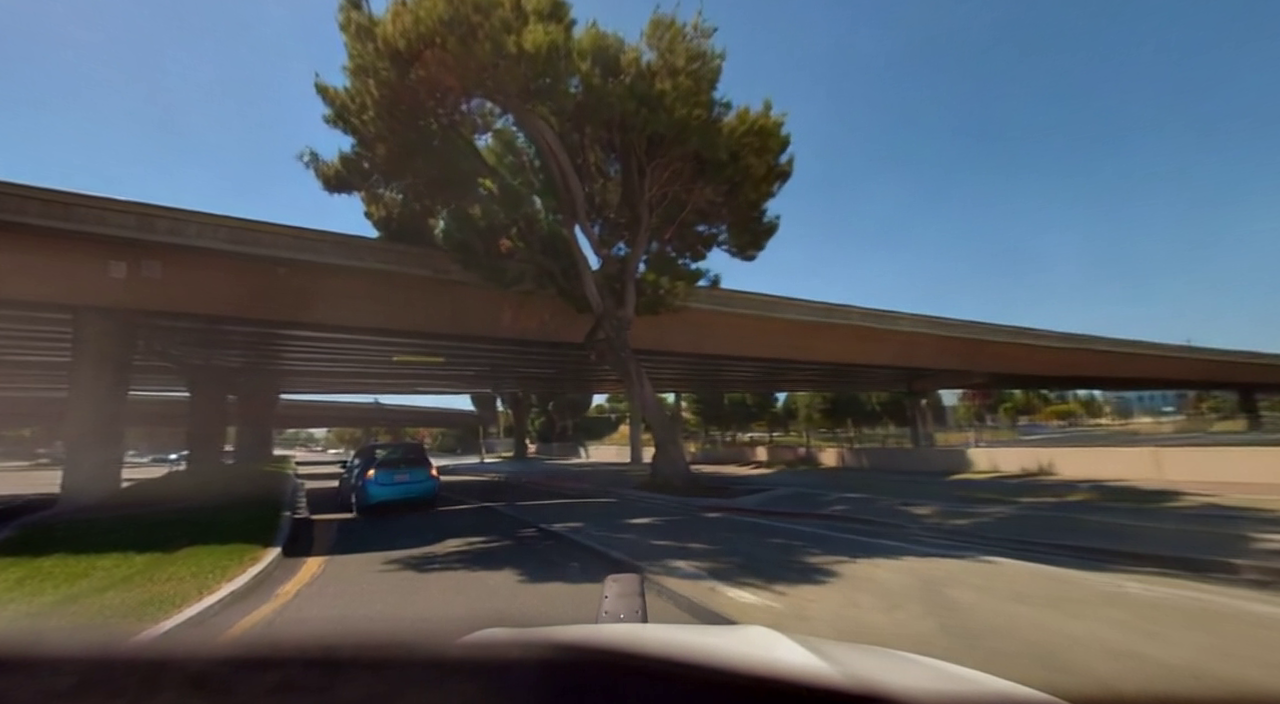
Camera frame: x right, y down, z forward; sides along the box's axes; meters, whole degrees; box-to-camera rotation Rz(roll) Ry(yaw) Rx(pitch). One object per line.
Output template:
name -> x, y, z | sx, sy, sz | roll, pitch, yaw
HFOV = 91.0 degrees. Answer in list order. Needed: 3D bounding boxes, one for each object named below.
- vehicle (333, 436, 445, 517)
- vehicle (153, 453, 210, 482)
vehicle -> -5.927, 2.773, 14.610 | 1.976, 1.584, 3.772 | 4, -10, -27
vehicle -> -27.747, 6.955, 38.253 | 2.009, 1.523, 4.641 | 4, -10, -27
